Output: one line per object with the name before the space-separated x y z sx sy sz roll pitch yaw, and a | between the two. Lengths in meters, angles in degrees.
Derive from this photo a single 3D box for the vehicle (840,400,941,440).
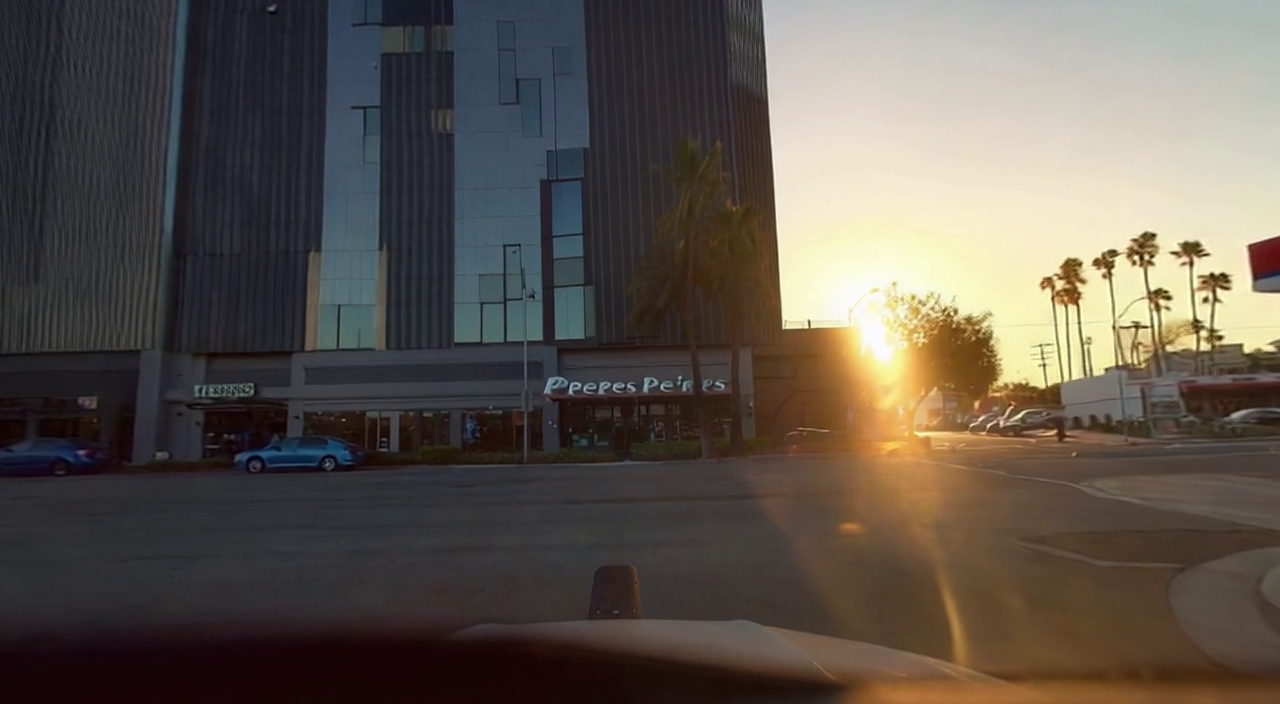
vehicle | 16.159 4.452 40.991 5.524 2.504 2.196 0 -9 -3

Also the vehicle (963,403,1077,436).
vehicle | 28.555 5.077 47.607 7.026 2.329 2.545 1 -6 -4

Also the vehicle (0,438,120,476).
vehicle | -23.622 4.137 25.026 4.321 1.430 1.775 0 -9 -2

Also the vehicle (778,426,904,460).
vehicle | 8.581 3.927 27.202 4.782 1.371 1.763 1 -9 -6

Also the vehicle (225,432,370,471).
vehicle | -13.937 4.068 25.881 4.857 1.497 1.811 0 -9 2
